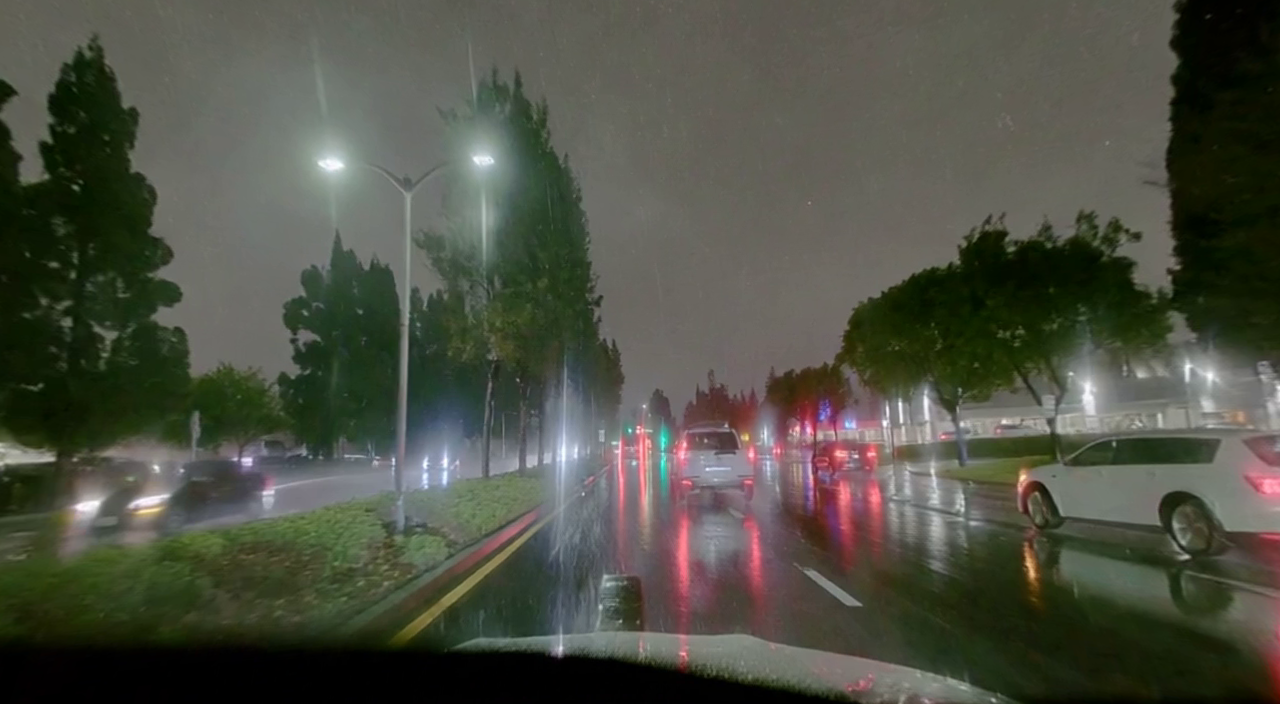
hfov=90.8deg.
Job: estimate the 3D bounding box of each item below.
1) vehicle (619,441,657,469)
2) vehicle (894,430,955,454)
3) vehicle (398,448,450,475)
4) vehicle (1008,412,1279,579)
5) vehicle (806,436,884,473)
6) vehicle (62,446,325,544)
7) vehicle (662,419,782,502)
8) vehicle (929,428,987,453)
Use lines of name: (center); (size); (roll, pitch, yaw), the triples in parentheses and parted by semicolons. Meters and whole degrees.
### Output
vehicle: (-0.141, 5.803, 35.821); (2.050, 1.504, 4.024); (0, -8, -1)
vehicle: (20.264, 6.458, 45.219); (2.109, 1.592, 4.481); (0, -8, -2)
vehicle: (-16.223, 8.216, 47.805); (2.124, 1.802, 5.097); (0, -8, 0)
vehicle: (6.759, 1.574, 7.623); (1.994, 1.488, 4.313); (0, -8, -1)
vehicle: (9.208, 4.643, 28.798); (1.894, 1.517, 4.419); (0, -8, -2)
vehicle: (-8.501, 2.702, 12.761); (1.966, 1.559, 4.731); (0, -8, -2)
vehicle: (1.969, 2.849, 16.983); (2.300, 1.870, 4.936); (0, -8, -3)
vehicle: (22.779, 6.382, 45.449); (1.919, 1.676, 4.048); (0, -8, -2)
